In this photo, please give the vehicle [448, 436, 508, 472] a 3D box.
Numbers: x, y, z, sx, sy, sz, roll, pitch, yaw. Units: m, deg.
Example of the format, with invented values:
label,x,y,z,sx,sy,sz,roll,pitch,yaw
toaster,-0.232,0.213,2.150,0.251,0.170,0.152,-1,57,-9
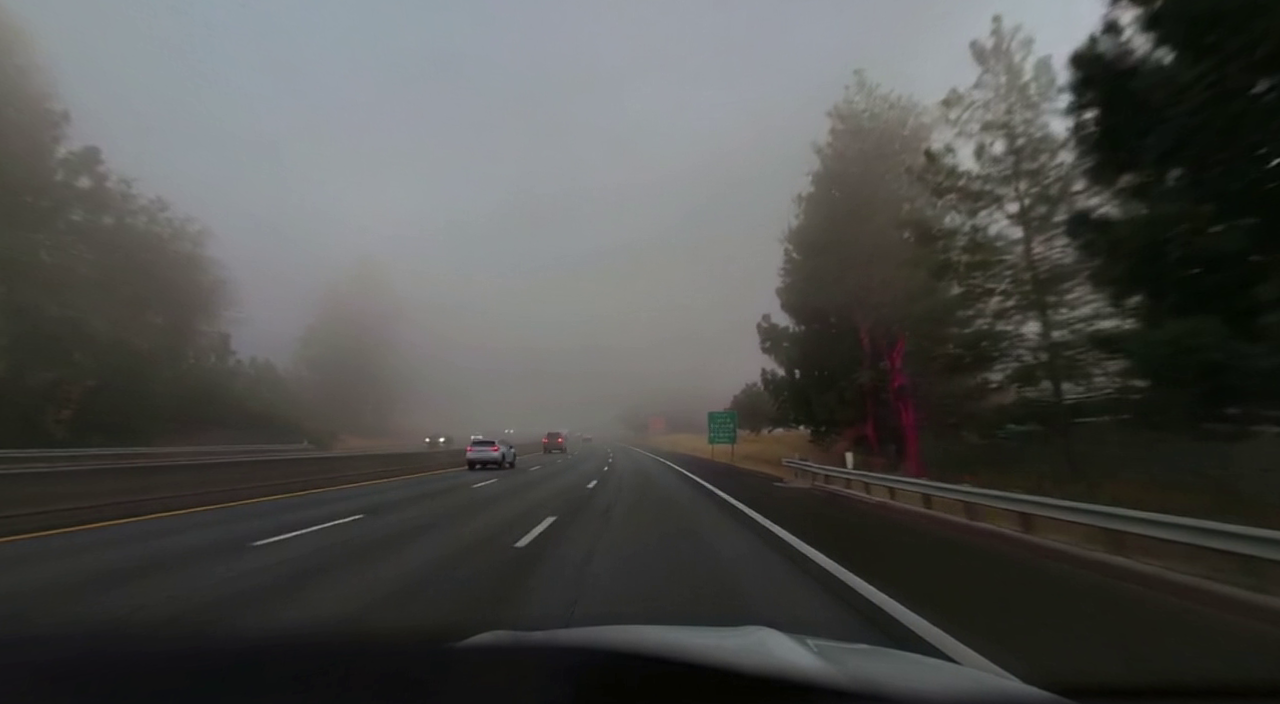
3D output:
label,x,y,z,sx,sy,sz,roll,pitch,yaw
vehicle,-7.764,4.917,30.610,1.931,1.608,3.977,0,-8,-1
